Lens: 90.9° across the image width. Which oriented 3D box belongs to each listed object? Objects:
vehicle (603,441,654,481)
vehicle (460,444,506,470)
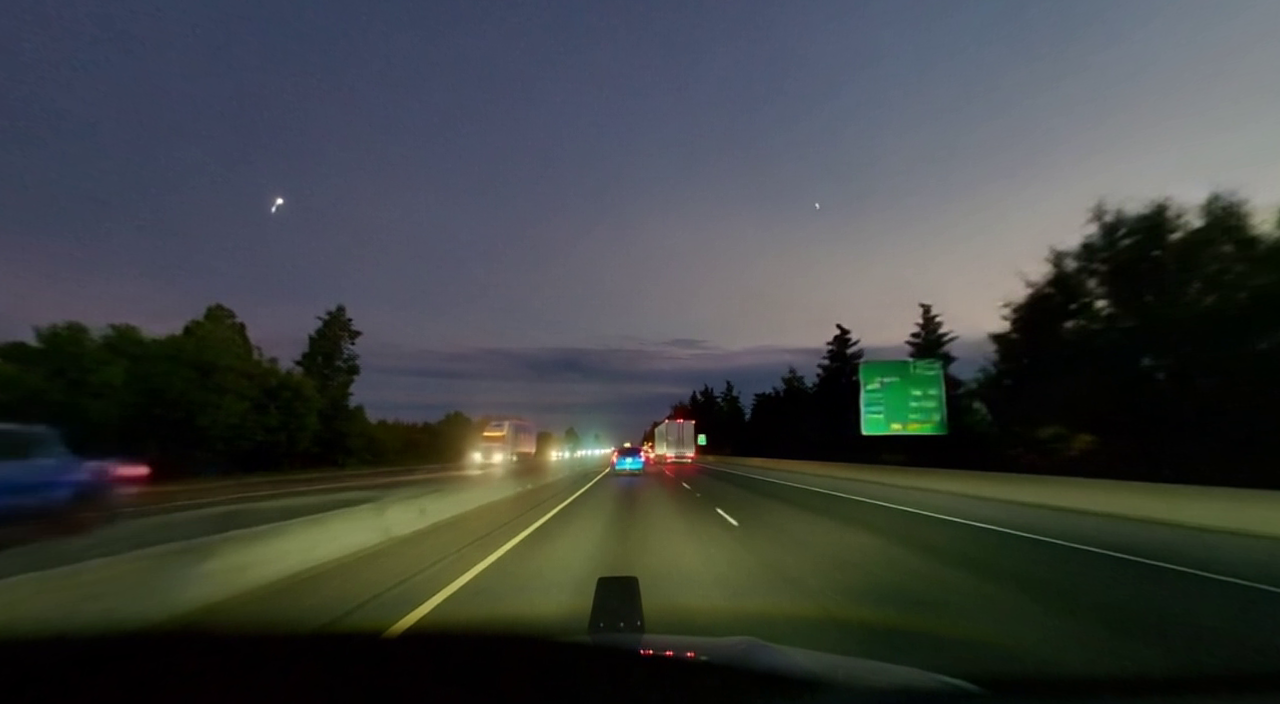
[{"bbox_3d":[-0.530,5.045,29.379,2.190,1.706,4.062,0,-9,-1],"label":"vehicle"},{"bbox_3d":[-10.298,6.920,41.563,1.890,1.575,4.211,-1,-9,1],"label":"vehicle"}]
